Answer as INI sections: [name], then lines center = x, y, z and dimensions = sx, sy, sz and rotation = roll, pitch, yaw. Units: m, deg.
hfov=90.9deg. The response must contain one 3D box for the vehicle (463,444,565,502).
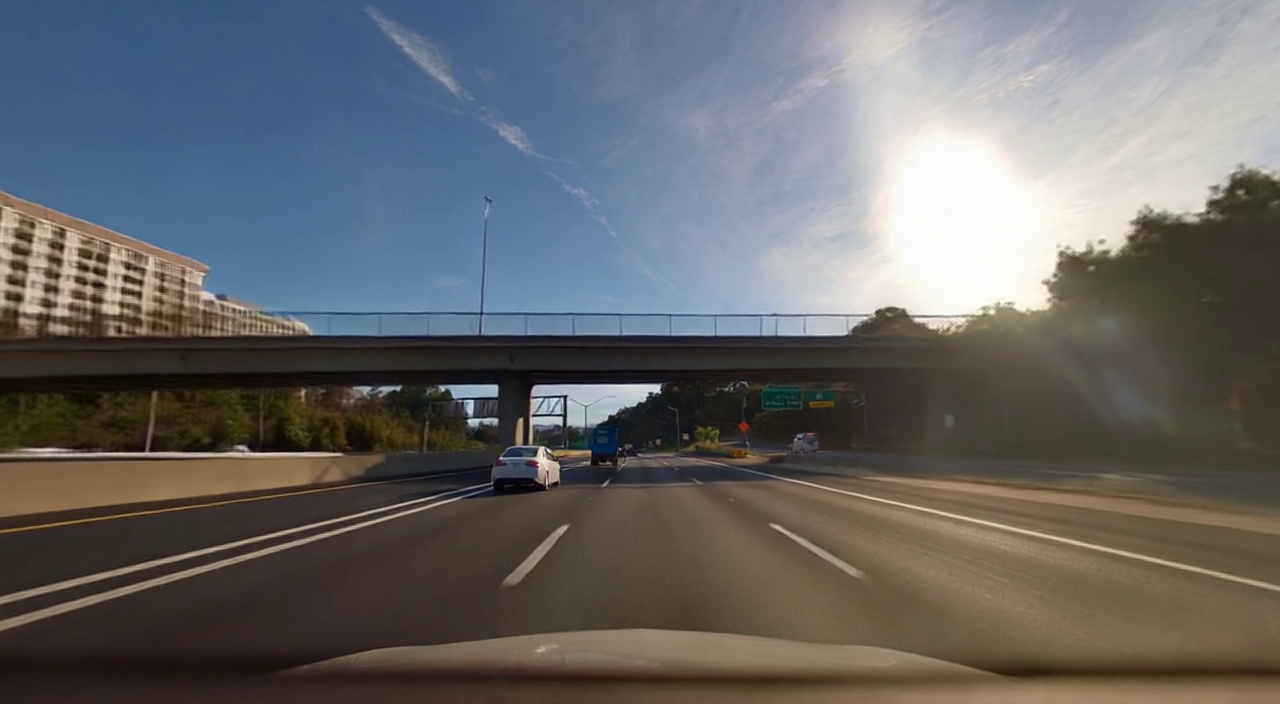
[vehicle]
center = -3.552, 3.515, 18.714
dimensions = 2.039, 1.478, 4.483
rotation = 0, -9, 1
